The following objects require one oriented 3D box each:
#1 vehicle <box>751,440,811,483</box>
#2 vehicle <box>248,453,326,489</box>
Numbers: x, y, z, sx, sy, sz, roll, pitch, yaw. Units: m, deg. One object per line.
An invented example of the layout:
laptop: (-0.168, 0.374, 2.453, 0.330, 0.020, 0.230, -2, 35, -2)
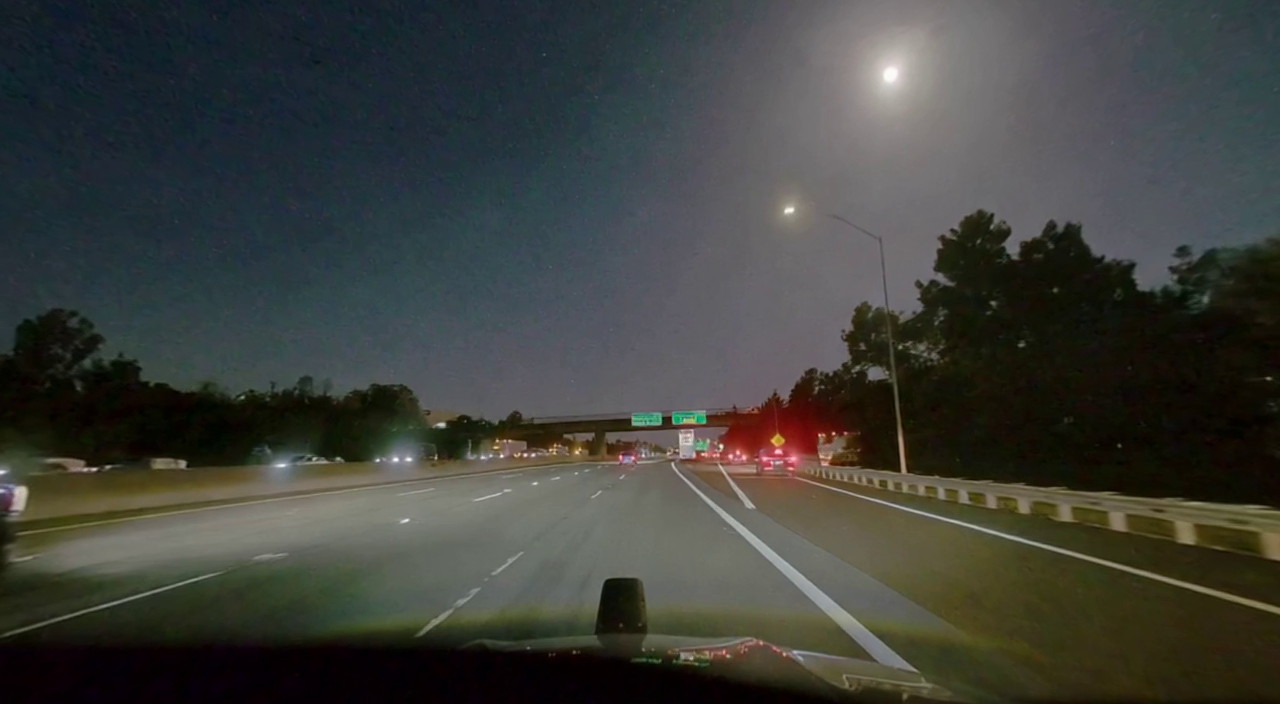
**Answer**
vehicle: (6.848, 5.342, 31.124, 2.146, 1.929, 4.388, -1, -8, 4)
vehicle: (-23.122, 7.780, 41.570, 2.080, 2.095, 4.988, 0, -8, 2)
